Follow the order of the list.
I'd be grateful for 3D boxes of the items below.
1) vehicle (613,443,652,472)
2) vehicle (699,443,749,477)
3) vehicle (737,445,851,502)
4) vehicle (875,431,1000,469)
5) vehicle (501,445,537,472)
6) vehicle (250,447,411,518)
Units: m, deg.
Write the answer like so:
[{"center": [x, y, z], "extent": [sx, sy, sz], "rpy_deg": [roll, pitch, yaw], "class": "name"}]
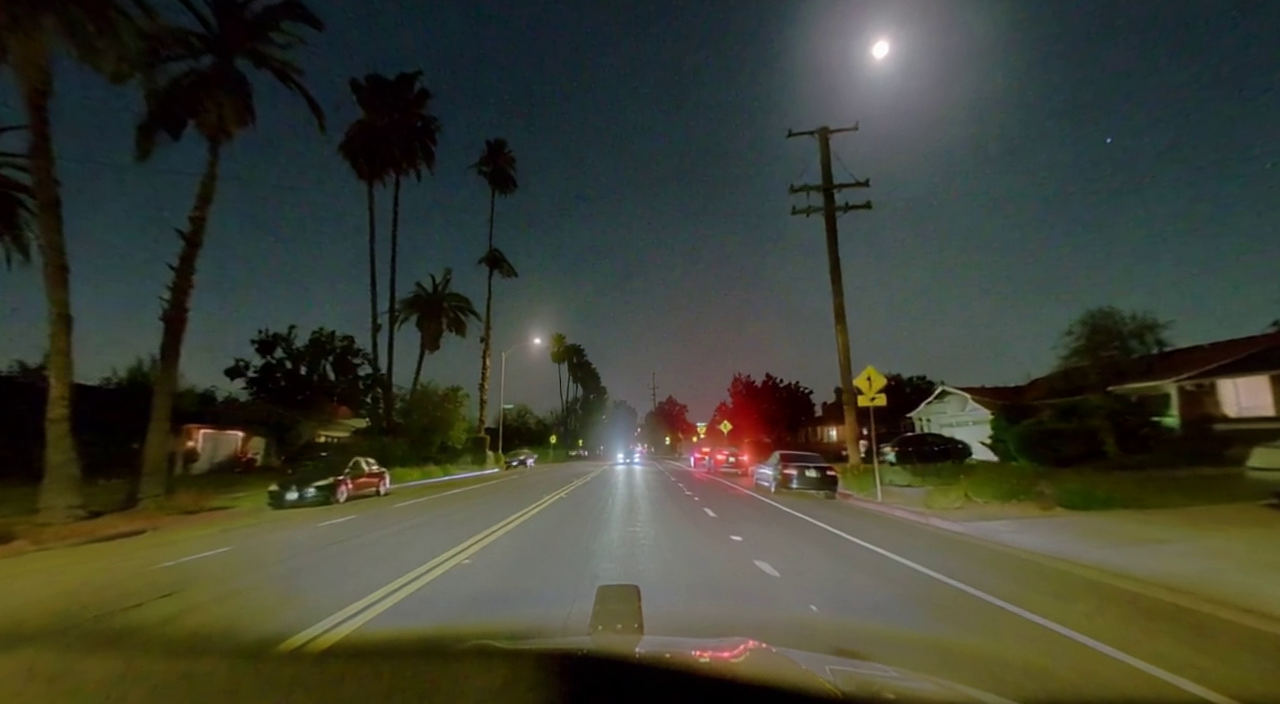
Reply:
[{"center": [-0.426, 5.896, 35.534], "extent": [2.098, 1.483, 4.099], "rpy_deg": [0, -8, -1], "class": "vehicle"}, {"center": [4.365, 5.677, 33.669], "extent": [2.017, 1.646, 5.389], "rpy_deg": [0, -8, 1], "class": "vehicle"}, {"center": [4.462, 3.594, 19.286], "extent": [2.033, 1.495, 5.175], "rpy_deg": [0, -8, -2], "class": "vehicle"}, {"center": [12.545, 4.149, 26.815], "extent": [4.288, 1.539, 1.934], "rpy_deg": [0, -8, -1], "class": "vehicle"}, {"center": [-9.100, 8.013, 47.676], "extent": [1.945, 1.666, 4.107], "rpy_deg": [-3, -6, -1], "class": "vehicle"}, {"center": [-9.005, 3.787, 19.109], "extent": [2.181, 1.527, 5.441], "rpy_deg": [-2, -7, 0], "class": "vehicle"}]
